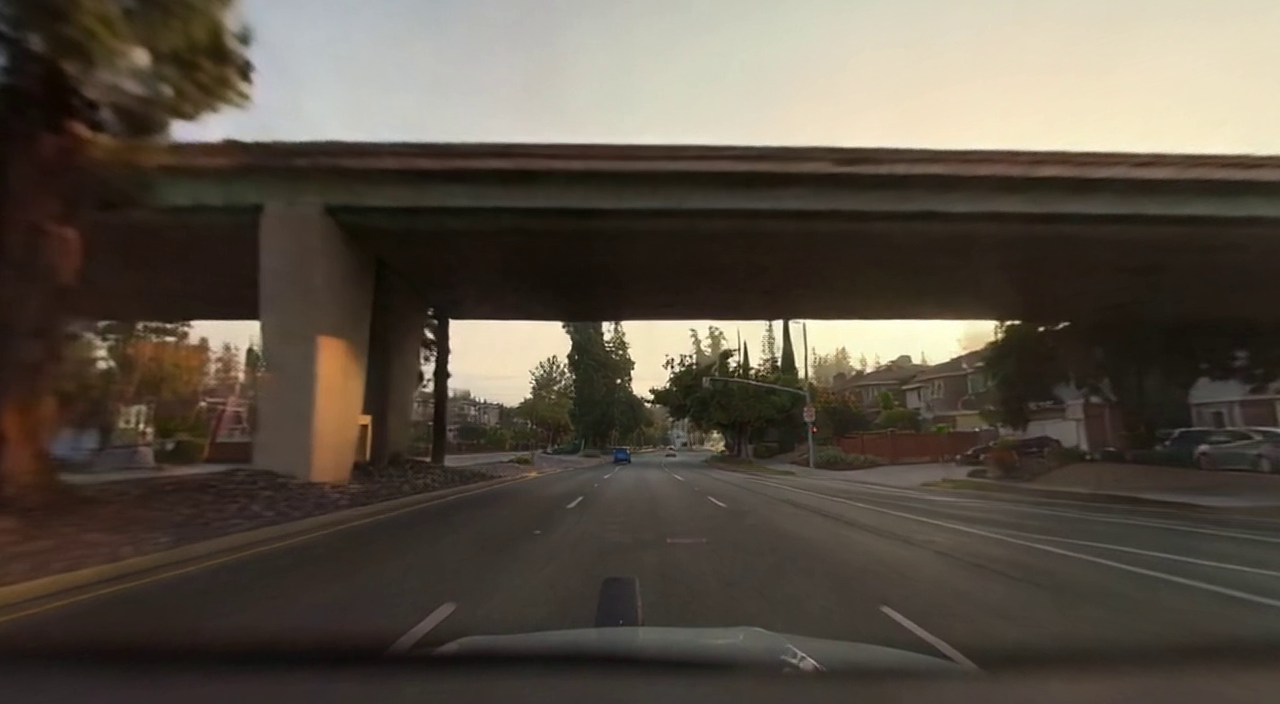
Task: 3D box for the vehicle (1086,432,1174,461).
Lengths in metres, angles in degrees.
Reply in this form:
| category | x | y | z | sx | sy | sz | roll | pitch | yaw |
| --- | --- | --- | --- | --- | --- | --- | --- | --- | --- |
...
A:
| category | x | y | z | sx | sy | sz | roll | pitch | yaw |
| --- | --- | --- | --- | --- | --- | --- | --- | --- | --- |
| vehicle | 30.072 | 5.819 | 38.840 | 3.796 | 1.461 | 1.695 | -4 | -9 | 6 |
